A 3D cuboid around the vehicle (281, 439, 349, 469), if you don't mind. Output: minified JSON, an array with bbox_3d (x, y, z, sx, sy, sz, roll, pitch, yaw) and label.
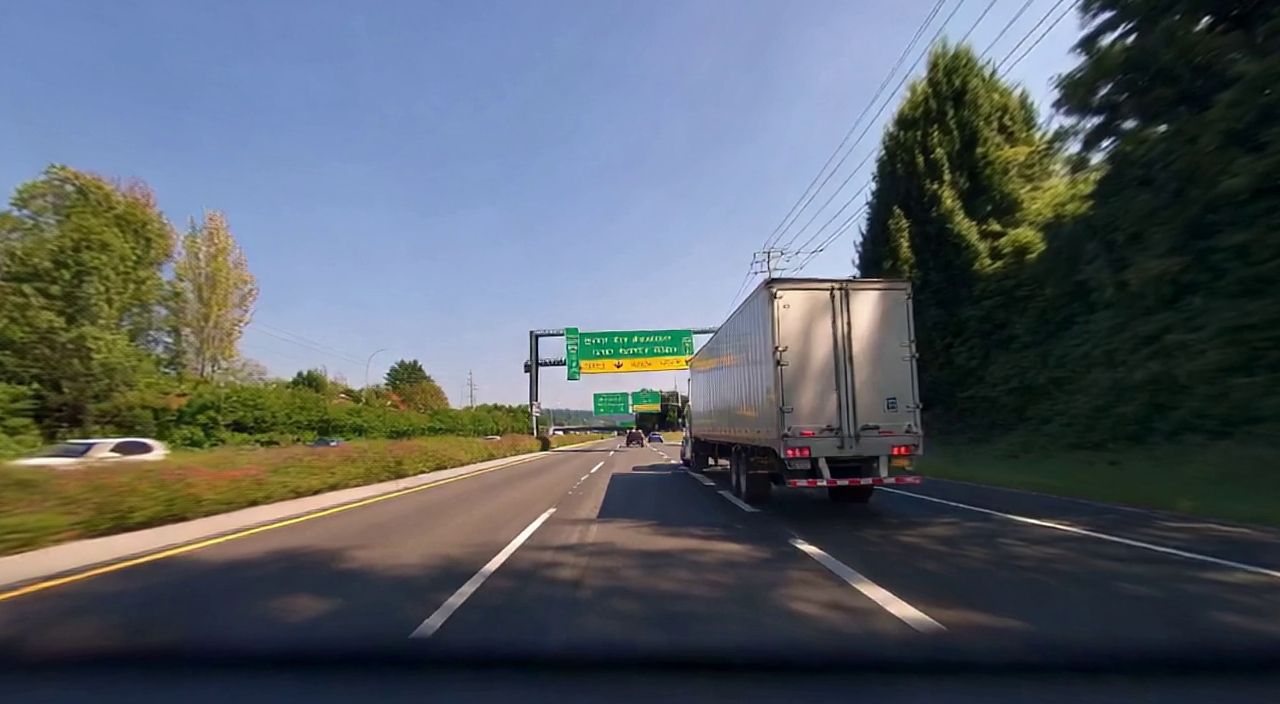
[{"bbox_3d":[-20.443,6.398,39.841,1.883,1.696,4.570,0,-8,-1],"label":"vehicle"}]

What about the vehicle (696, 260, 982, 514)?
[{"bbox_3d":[3.635,1.372,16.416,2.944,3.973,13.227,0,-8,-1],"label":"vehicle"}]

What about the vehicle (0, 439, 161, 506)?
[{"bbox_3d":[-15.501,3.076,16.749,1.867,1.517,4.669,0,-8,-1],"label":"vehicle"}]
